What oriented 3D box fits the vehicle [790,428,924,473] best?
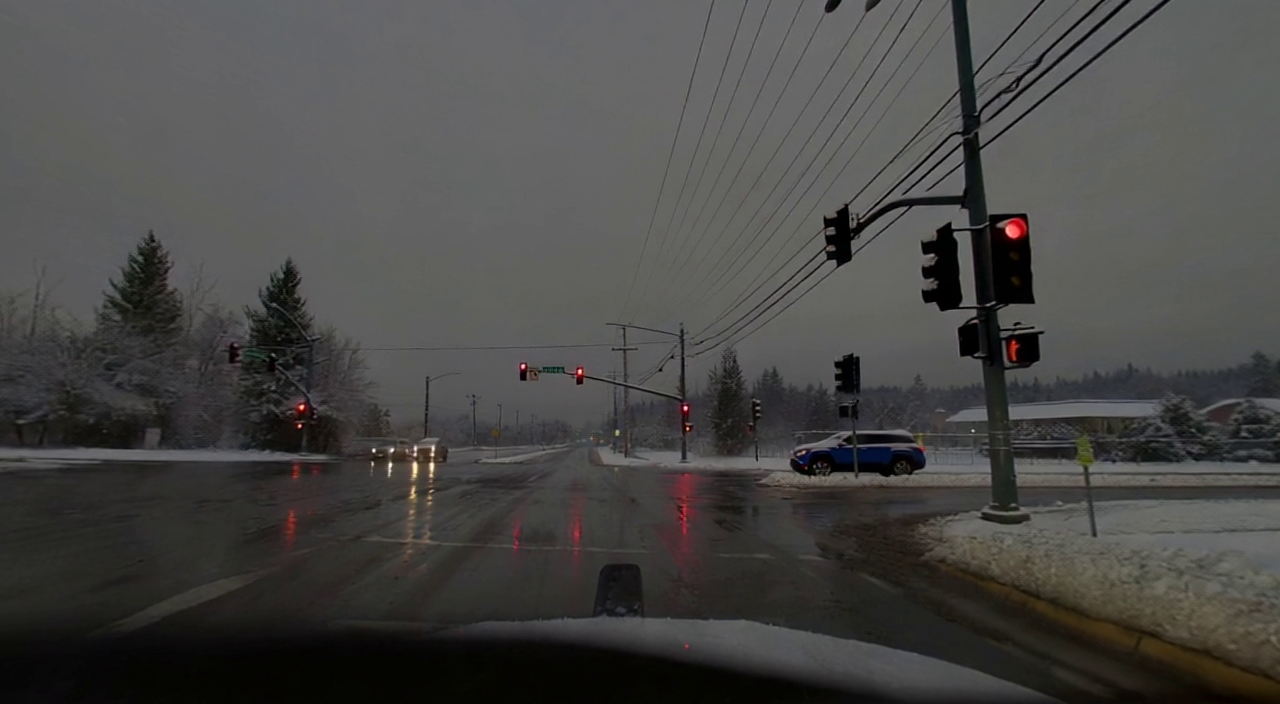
[{"bbox_3d":[8.690,4.024,25.725,4.884,1.714,2.021,-2,-9,12],"label":"vehicle"}]
